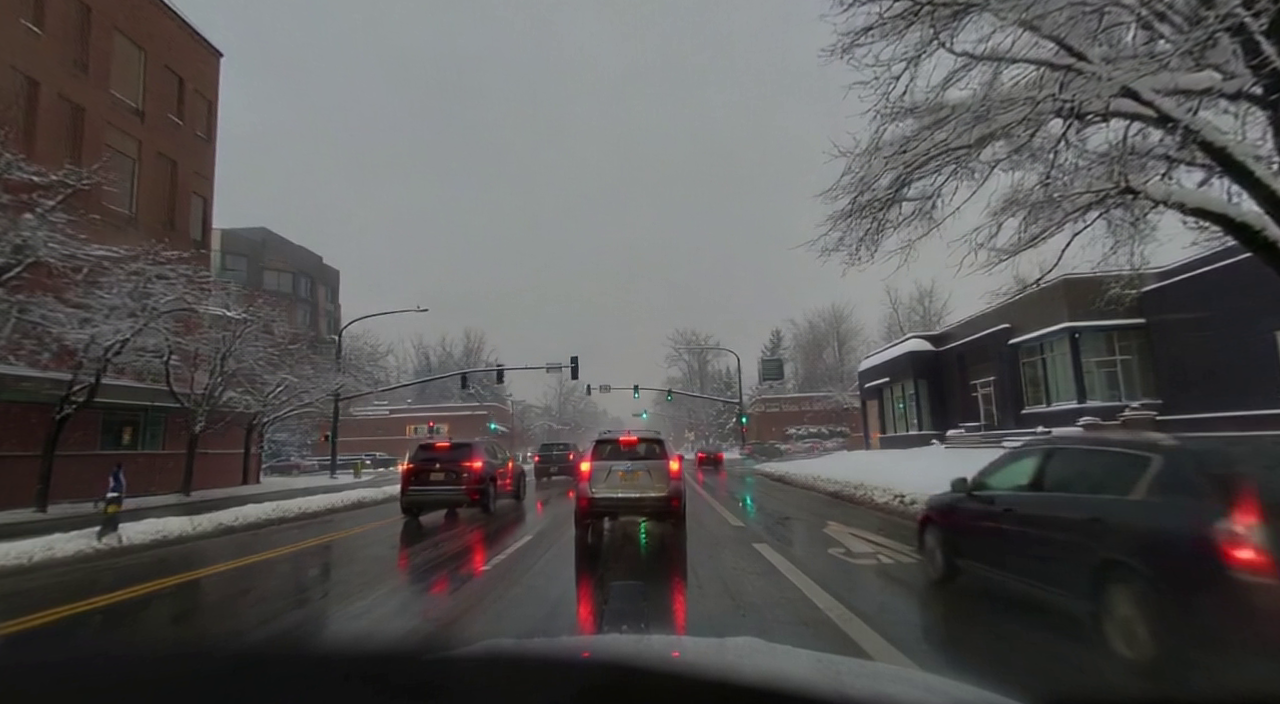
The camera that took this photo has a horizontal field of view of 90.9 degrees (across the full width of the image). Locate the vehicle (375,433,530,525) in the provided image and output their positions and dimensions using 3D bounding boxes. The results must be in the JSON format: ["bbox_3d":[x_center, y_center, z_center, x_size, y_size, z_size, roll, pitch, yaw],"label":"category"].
[{"bbox_3d":[-3.713,2.575,13.398,1.886,1.599,4.247,0,-8,1],"label":"vehicle"}]

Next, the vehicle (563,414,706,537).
[{"bbox_3d":[-0.057,2.079,11.212,2.075,1.770,4.018,0,-8,1],"label":"vehicle"}]

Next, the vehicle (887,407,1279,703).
[{"bbox_3d":[3.745,1.261,4.676,1.986,1.457,4.566,0,-8,0],"label":"vehicle"}]

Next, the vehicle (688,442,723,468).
[{"bbox_3d":[4.057,6.466,39.703,1.878,1.526,4.736,0,-8,2],"label":"vehicle"}]
